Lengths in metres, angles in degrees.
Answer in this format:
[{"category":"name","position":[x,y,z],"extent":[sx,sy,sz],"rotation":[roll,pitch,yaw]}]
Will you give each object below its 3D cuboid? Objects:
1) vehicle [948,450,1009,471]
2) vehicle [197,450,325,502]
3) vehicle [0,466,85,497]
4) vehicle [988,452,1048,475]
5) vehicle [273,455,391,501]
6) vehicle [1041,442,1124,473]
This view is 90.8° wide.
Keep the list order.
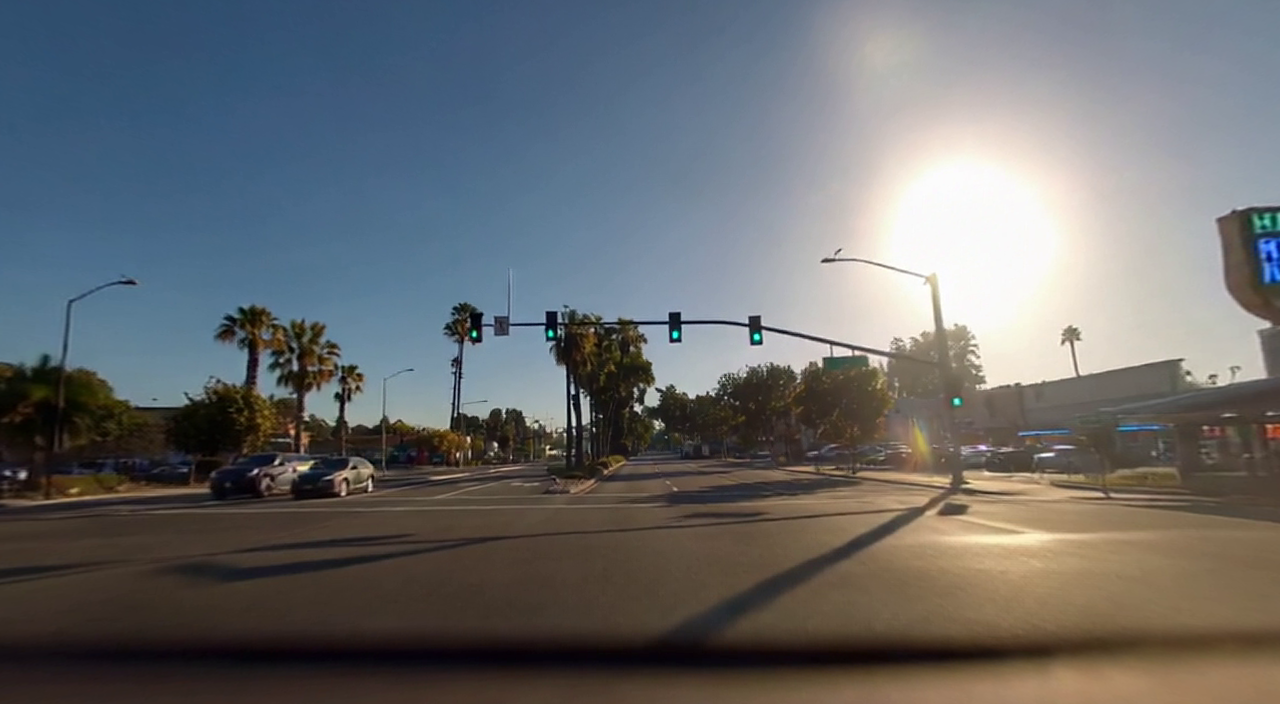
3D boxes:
[{"category":"vehicle","position":[22.597,7.225,42.161],"extent":[3.280,1.344,1.518],"rotation":[2,-9,-12]},{"category":"vehicle","position":[-14.541,4.737,24.669],"extent":[1.976,1.758,4.986],"rotation":[0,-9,-1]},{"category":"vehicle","position":[-35.272,7.489,36.796],"extent":[1.906,1.528,4.535],"rotation":[0,-9,-2]},{"category":"vehicle","position":[23.517,6.940,39.299],"extent":[3.142,1.270,1.464],"rotation":[2,-9,-21]},{"category":"vehicle","position":[-11.242,4.605,23.487],"extent":[2.019,1.434,4.622],"rotation":[0,-9,0]},{"category":"vehicle","position":[24.506,5.852,35.014],"extent":[3.381,1.424,2.059],"rotation":[0,-12,-23]}]
